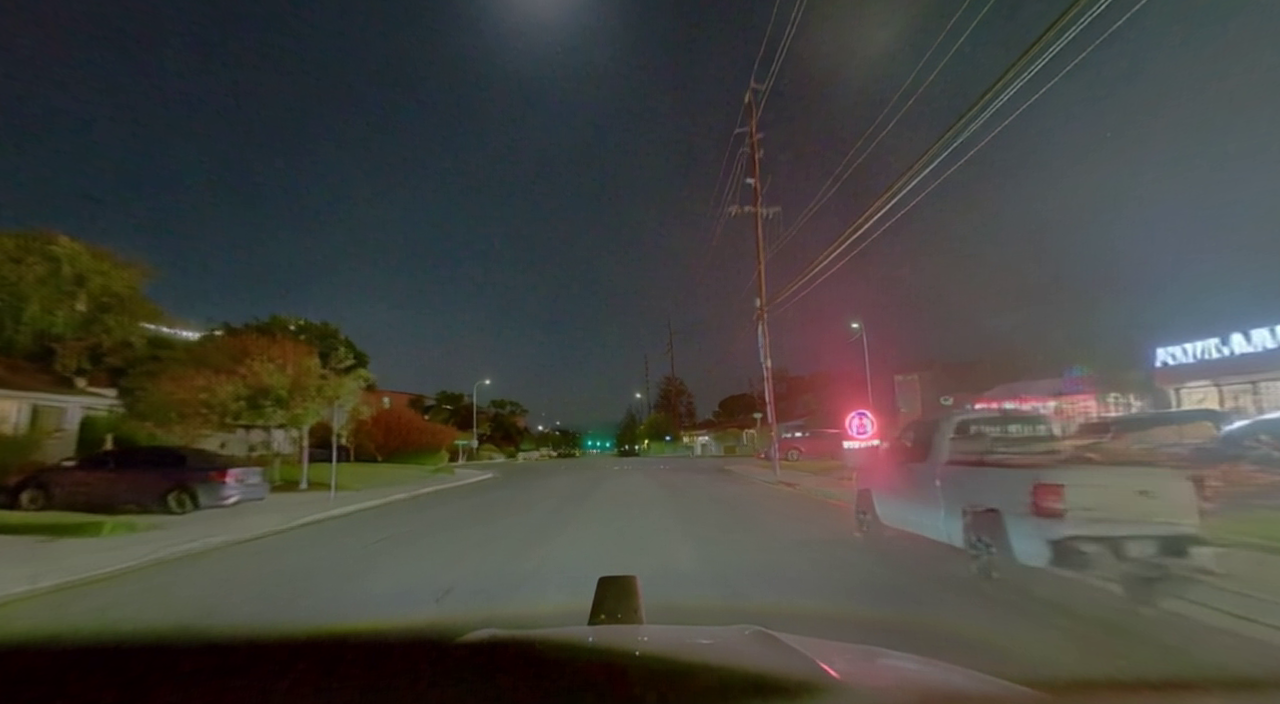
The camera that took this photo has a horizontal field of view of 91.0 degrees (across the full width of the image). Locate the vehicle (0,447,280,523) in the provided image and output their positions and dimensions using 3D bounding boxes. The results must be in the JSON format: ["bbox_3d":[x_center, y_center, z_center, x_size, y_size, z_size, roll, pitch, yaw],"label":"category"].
[{"bbox_3d":[-11.094,2.910,14.092,4.813,1.503,1.923,0,-9,-5],"label":"vehicle"}]

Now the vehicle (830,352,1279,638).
[{"bbox_3d":[4.010,1.335,6.904,2.205,1.923,5.178,0,-8,0],"label":"vehicle"}]
